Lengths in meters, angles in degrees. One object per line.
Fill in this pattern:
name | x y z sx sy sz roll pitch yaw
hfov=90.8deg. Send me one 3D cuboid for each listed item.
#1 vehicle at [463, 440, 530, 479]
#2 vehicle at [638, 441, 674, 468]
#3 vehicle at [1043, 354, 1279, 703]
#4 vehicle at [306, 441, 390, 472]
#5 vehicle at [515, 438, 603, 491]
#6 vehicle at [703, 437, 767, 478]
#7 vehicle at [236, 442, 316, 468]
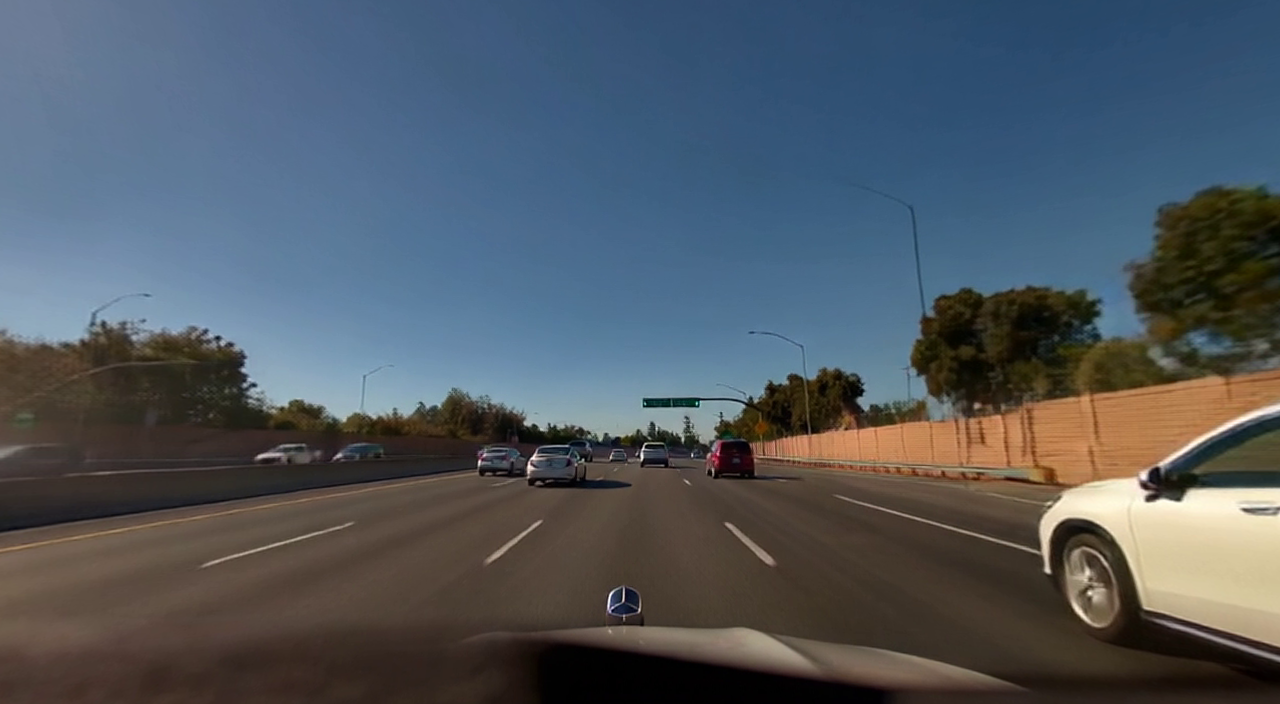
vehicle | -5.889 4.427 26.353 1.835 1.504 3.612 0 -8 2
vehicle | 1.209 7.221 44.765 2.408 1.748 4.217 0 -8 3
vehicle | 3.814 0.779 2.022 2.029 1.716 4.545 0 -8 0
vehicle | -14.864 5.321 32.479 1.971 1.484 4.666 0 -8 2
vehicle | -2.516 3.641 20.962 2.130 1.514 4.766 0 -8 2
vehicle | 4.245 4.769 28.918 2.320 1.735 4.408 0 -8 1
vehicle | -21.643 6.127 37.802 1.898 1.451 4.432 0 -8 4
